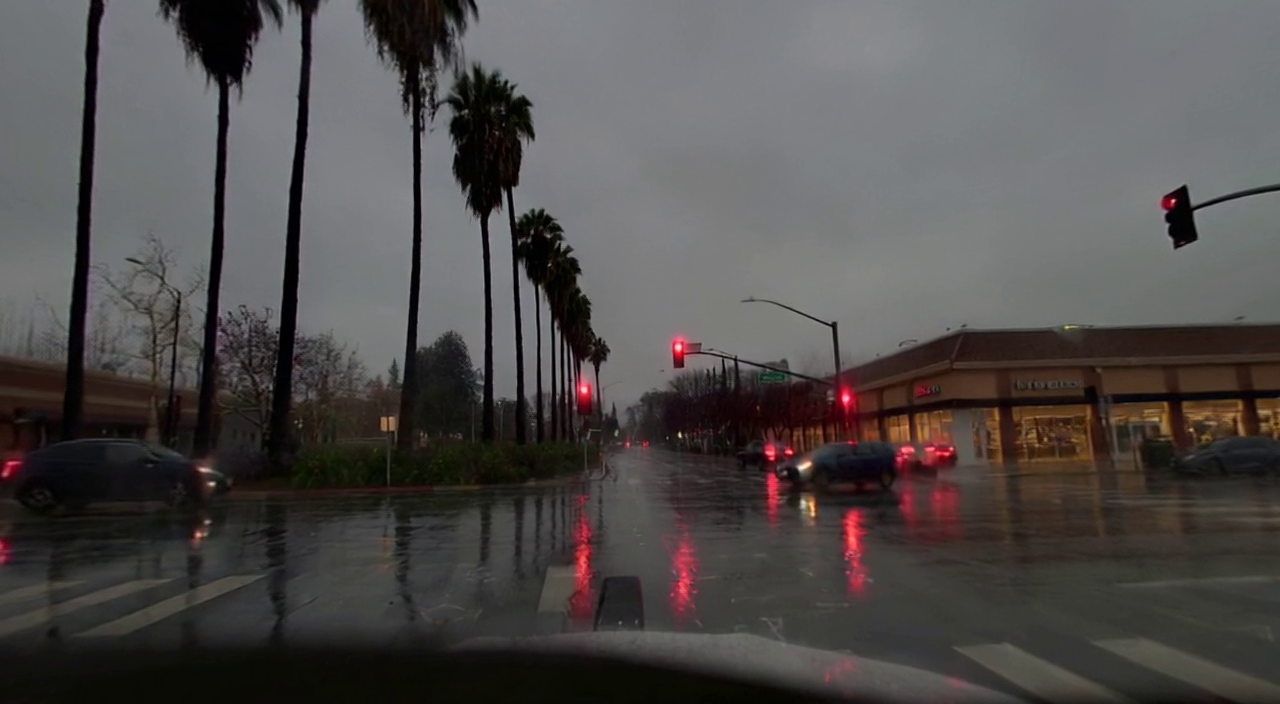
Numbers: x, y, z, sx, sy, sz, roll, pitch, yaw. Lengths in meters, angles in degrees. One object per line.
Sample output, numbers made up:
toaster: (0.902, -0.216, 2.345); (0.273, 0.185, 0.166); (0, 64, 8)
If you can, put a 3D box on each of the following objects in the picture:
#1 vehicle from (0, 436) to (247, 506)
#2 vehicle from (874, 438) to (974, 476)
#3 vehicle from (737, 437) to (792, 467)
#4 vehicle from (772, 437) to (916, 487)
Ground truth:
vehicle: (-13.472, 3.101, 16.794); (4.603, 1.653, 1.999); (3, -9, -19)
vehicle: (12.762, 4.700, 28.305); (3.826, 1.572, 1.890); (-5, -10, 31)
vehicle: (7.116, 5.770, 36.478); (1.867, 1.653, 4.596); (1, -9, -6)
vehicle: (6.570, 3.539, 20.449); (4.035, 1.512, 1.828); (2, -9, -15)
